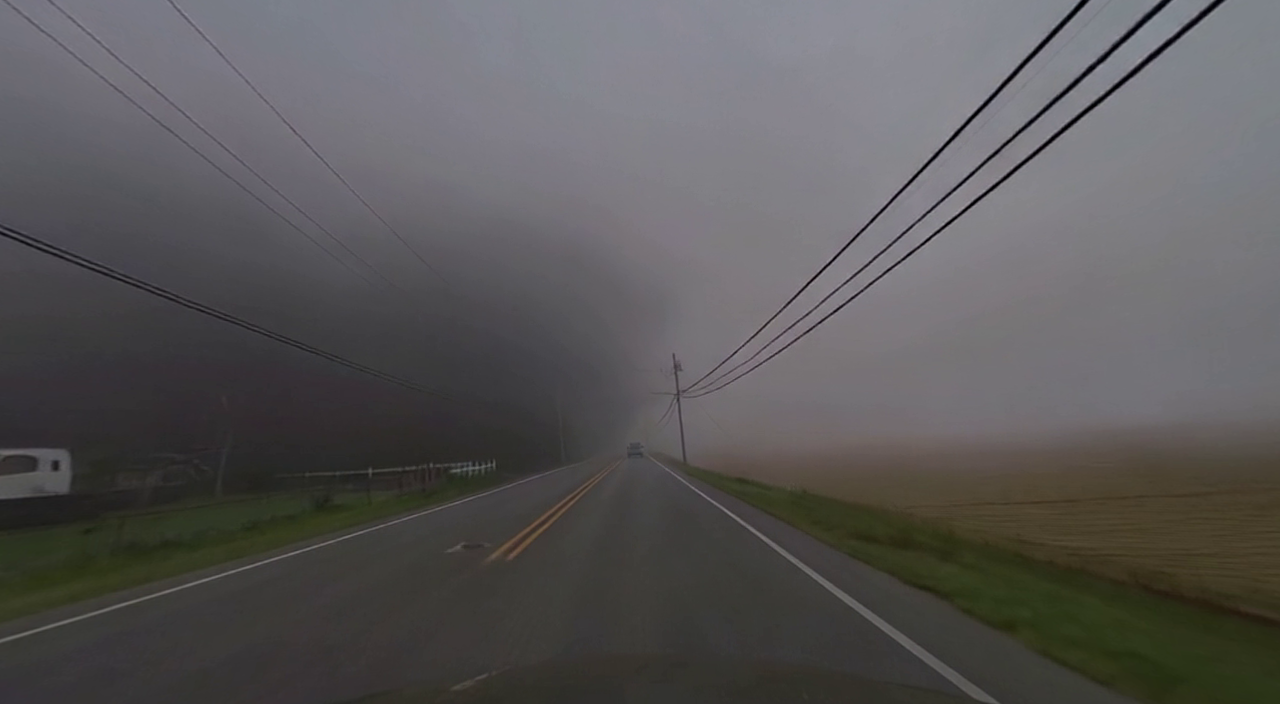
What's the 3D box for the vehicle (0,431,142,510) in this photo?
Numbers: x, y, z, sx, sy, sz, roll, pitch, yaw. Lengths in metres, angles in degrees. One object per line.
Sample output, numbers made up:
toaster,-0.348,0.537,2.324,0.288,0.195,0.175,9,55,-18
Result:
vehicle,-27.123,5.171,27.911,2.681,3.188,7.534,-4,-9,18
